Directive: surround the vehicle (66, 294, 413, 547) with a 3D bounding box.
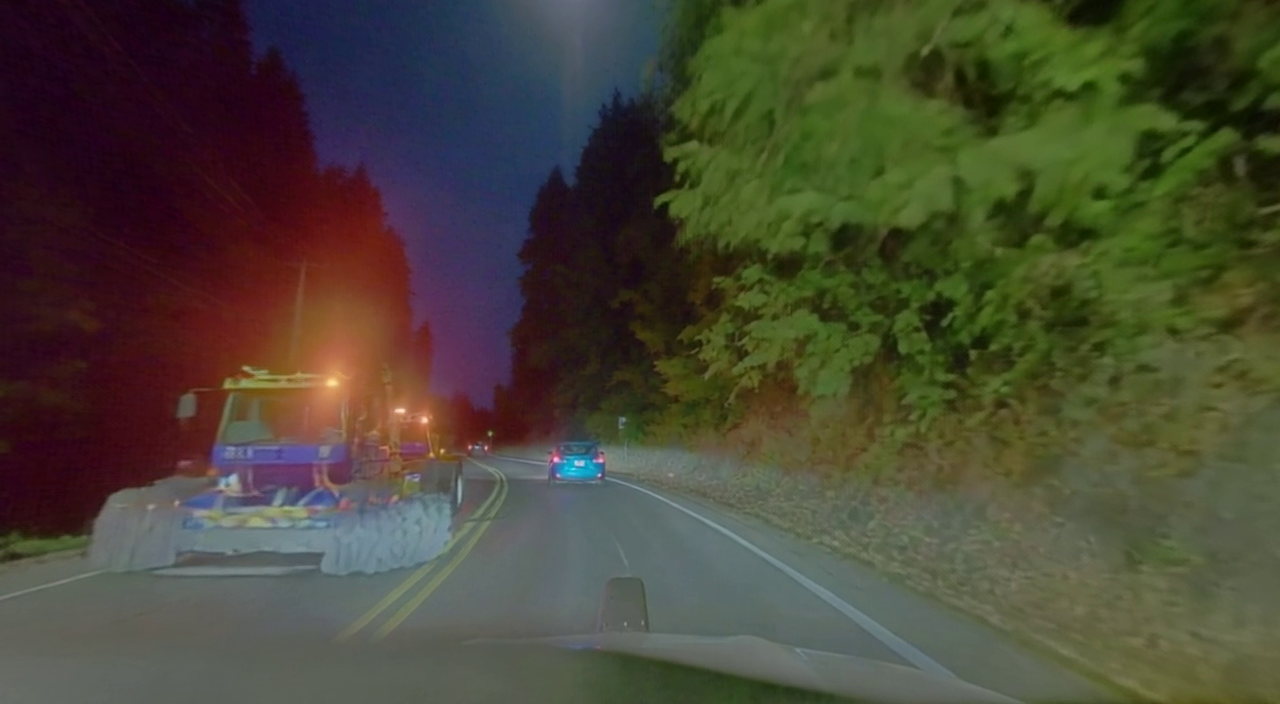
[{"bbox_3d":[-5.882,1.177,10.417,2.364,3.191,4.942,0,-8,0],"label":"vehicle"}]

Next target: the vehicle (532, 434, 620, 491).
[{"bbox_3d":[-2.068,3.309,19.257,2.259,1.503,4.075,2,-9,-11],"label":"vehicle"}]
